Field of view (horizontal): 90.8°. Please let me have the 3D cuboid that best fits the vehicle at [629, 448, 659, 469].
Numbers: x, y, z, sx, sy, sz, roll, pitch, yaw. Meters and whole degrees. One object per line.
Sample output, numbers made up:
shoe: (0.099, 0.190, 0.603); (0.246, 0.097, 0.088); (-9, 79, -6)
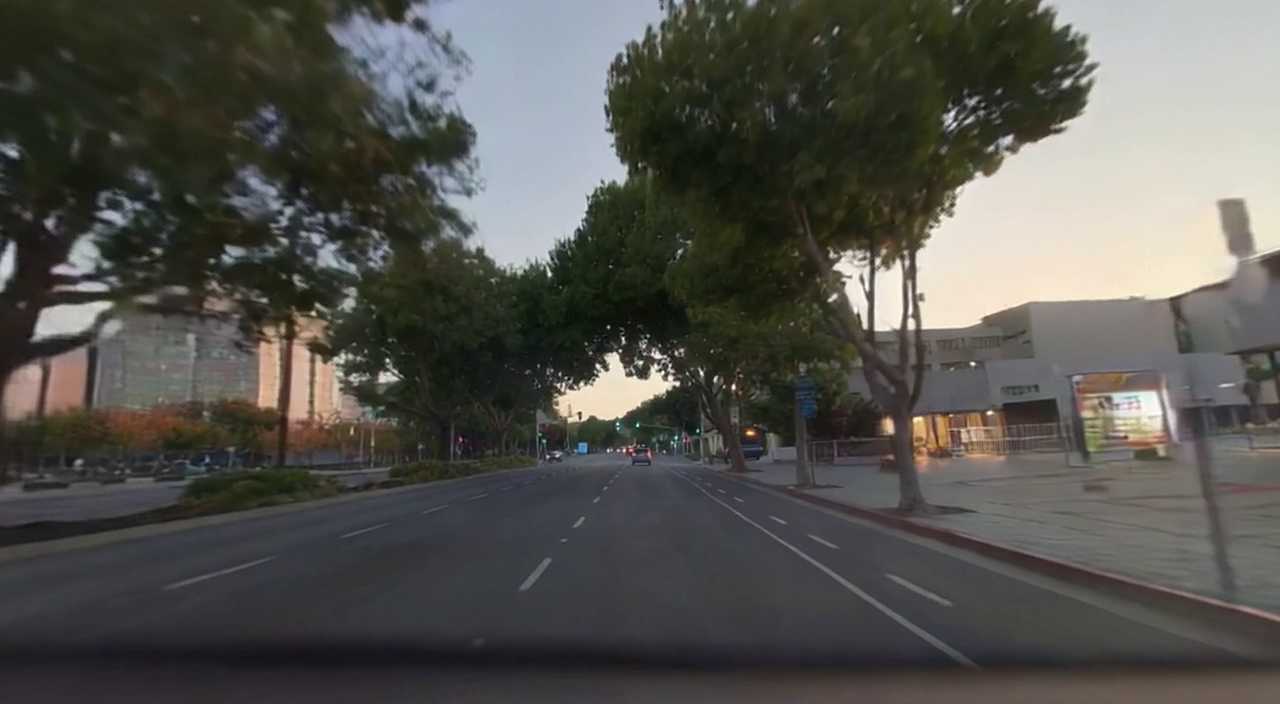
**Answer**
vehicle: (0.263, 7.798, 46.329); (2.115, 1.461, 3.976); (0, -9, -1)
